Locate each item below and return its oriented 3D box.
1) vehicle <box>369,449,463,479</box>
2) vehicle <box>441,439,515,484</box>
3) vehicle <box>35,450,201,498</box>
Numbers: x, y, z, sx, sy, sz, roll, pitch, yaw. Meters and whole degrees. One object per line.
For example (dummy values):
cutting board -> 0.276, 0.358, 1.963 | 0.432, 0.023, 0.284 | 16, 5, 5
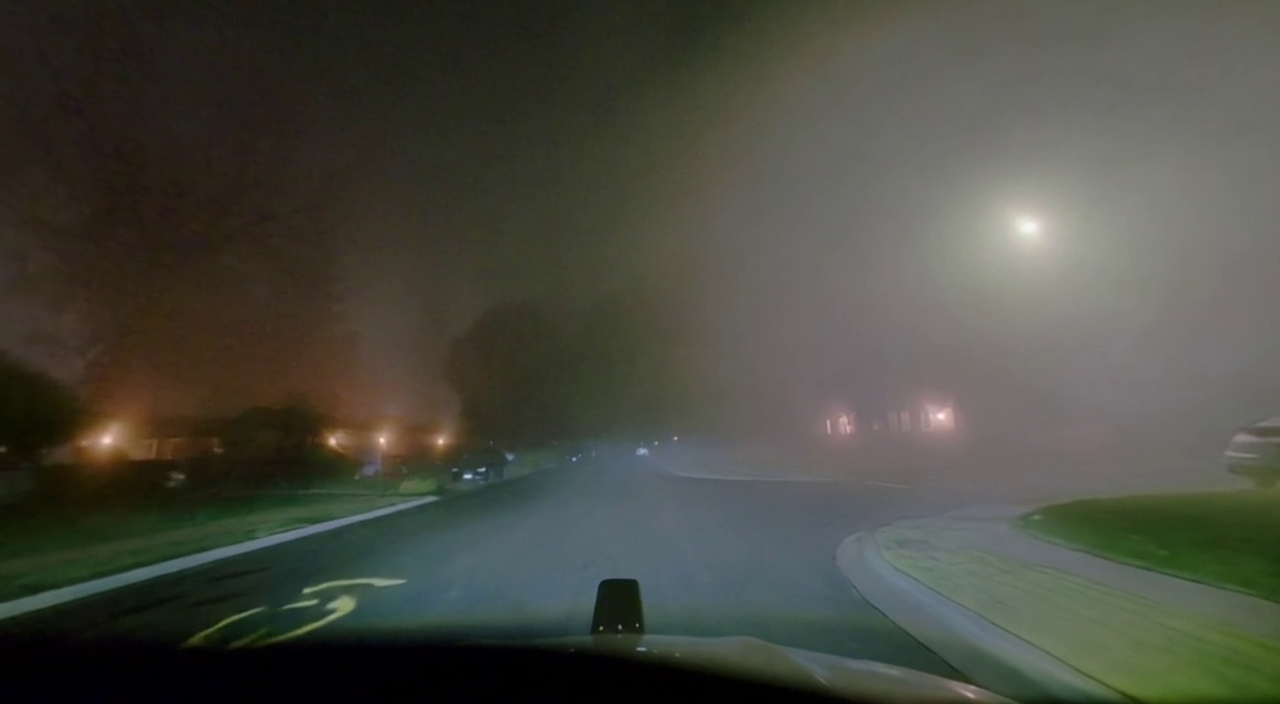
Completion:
vehicle -> -12.517, 6.249, 35.506 | 4.538, 1.578, 2.000 | 0, -8, 1
vehicle -> -7.528, 5.178, 29.941 | 2.091, 1.912, 4.598 | 0, -10, 2
vehicle -> -18.106, 4.229, 22.059 | 4.147, 1.423, 1.875 | 1, -6, 0
